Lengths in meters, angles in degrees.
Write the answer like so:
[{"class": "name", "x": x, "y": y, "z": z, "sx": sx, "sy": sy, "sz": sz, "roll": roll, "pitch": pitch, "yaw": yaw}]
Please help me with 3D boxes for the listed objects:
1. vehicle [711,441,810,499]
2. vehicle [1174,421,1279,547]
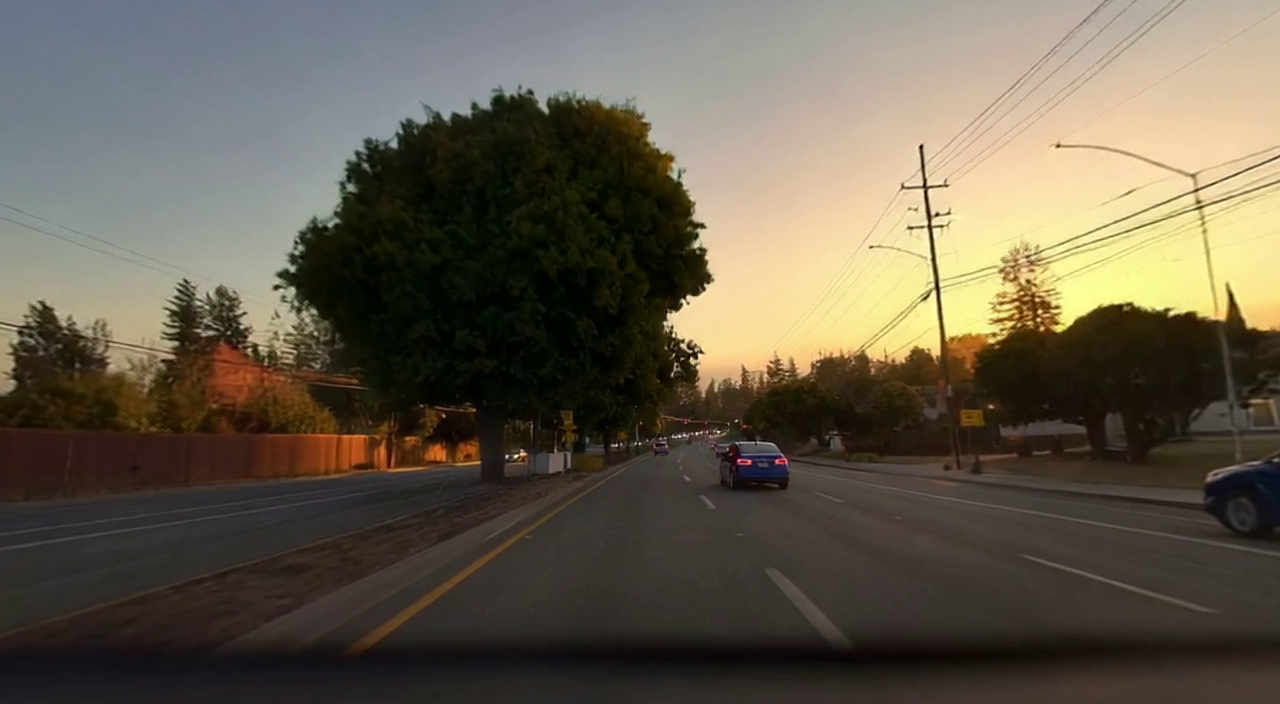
[{"class": "vehicle", "x": 3.358, "y": 3.364, "z": 18.400, "sx": 2.063, "sy": 1.481, "sz": 4.247, "roll": 0, "pitch": -8, "yaw": 0}, {"class": "vehicle", "x": 9.751, "y": 1.725, "z": 8.040, "sx": 1.978, "sy": 1.700, "sz": 4.461, "roll": 0, "pitch": -8, "yaw": 1}]
